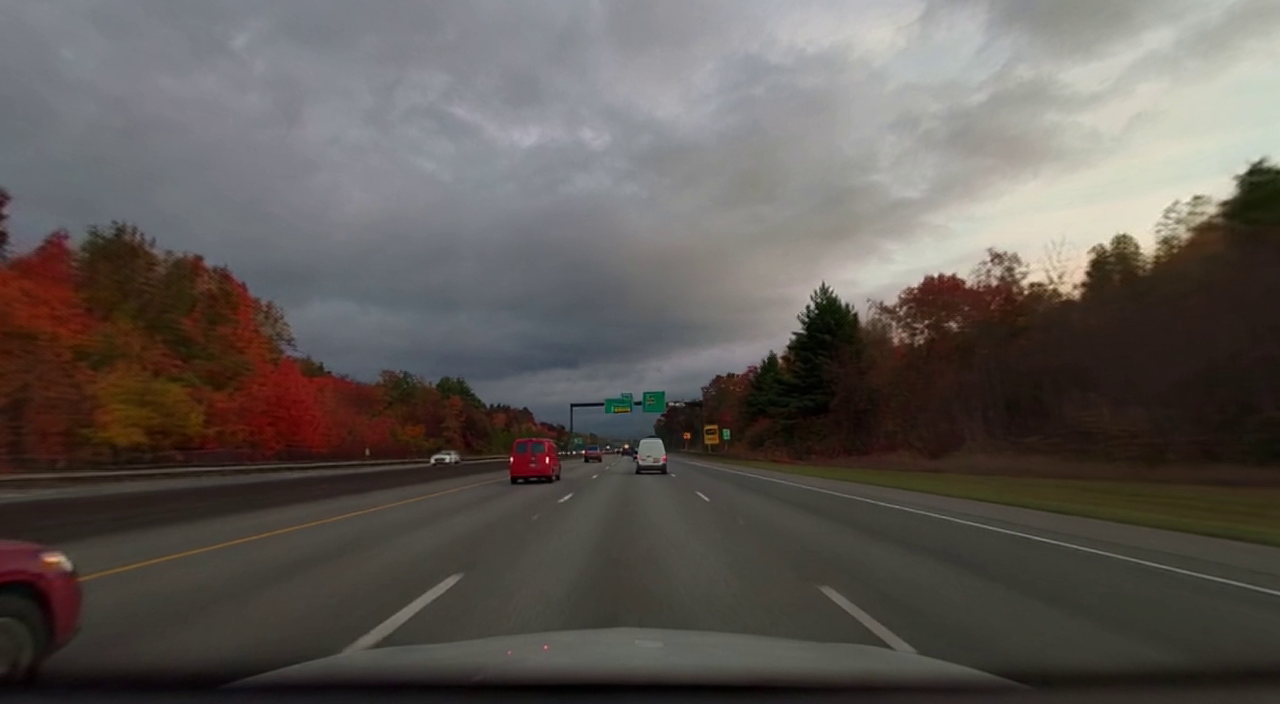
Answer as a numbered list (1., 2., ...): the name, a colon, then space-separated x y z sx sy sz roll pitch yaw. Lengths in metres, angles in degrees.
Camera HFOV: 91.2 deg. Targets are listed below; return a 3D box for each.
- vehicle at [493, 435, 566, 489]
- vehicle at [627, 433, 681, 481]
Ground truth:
1. vehicle: -3.976 4.039 23.294 2.021 1.790 3.907 0 -9 0
2. vehicle: 0.519 4.647 27.809 2.179 1.930 4.538 0 -9 -1
